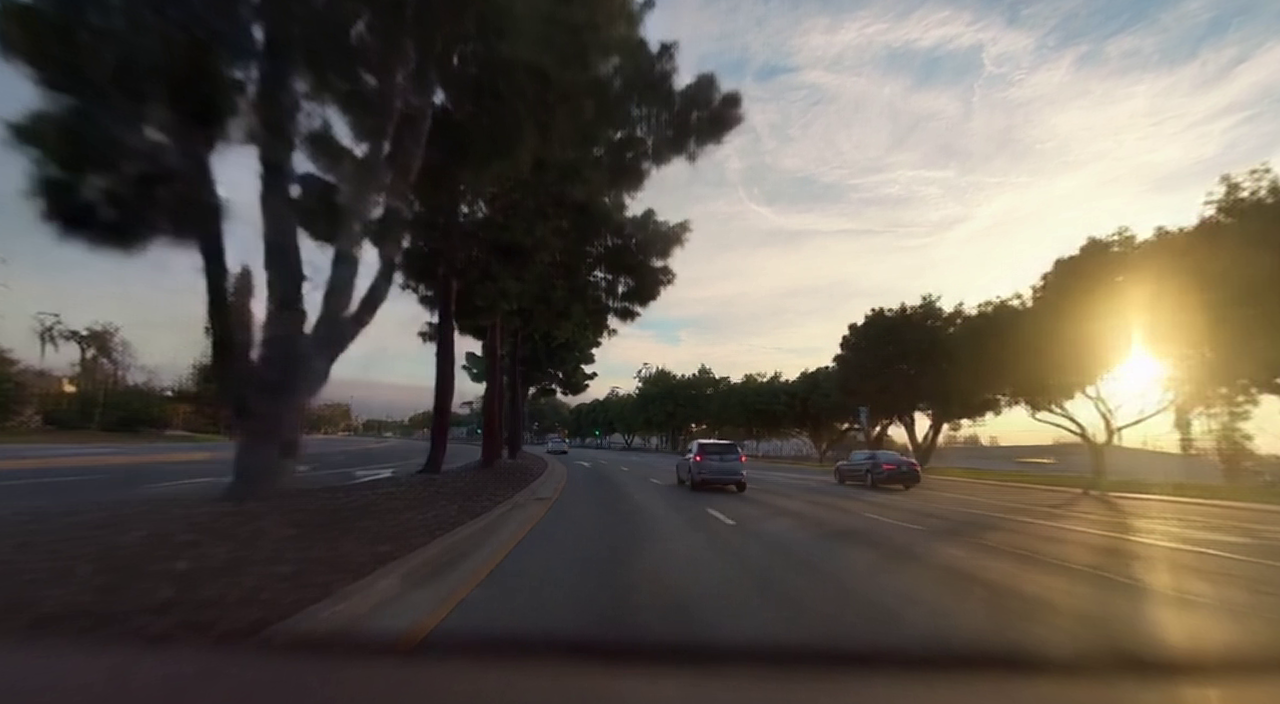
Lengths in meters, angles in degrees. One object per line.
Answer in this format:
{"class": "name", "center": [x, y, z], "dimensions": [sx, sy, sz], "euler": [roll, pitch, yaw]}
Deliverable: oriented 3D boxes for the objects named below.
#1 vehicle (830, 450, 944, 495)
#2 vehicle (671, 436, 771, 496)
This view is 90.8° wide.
{"class": "vehicle", "center": [8.975, 4.389, 23.505], "dimensions": [1.940, 1.460, 4.652], "euler": [1, -8, -7]}
{"class": "vehicle", "center": [2.381, 3.513, 19.928], "dimensions": [2.122, 1.646, 4.525], "euler": [1, -8, -6]}
